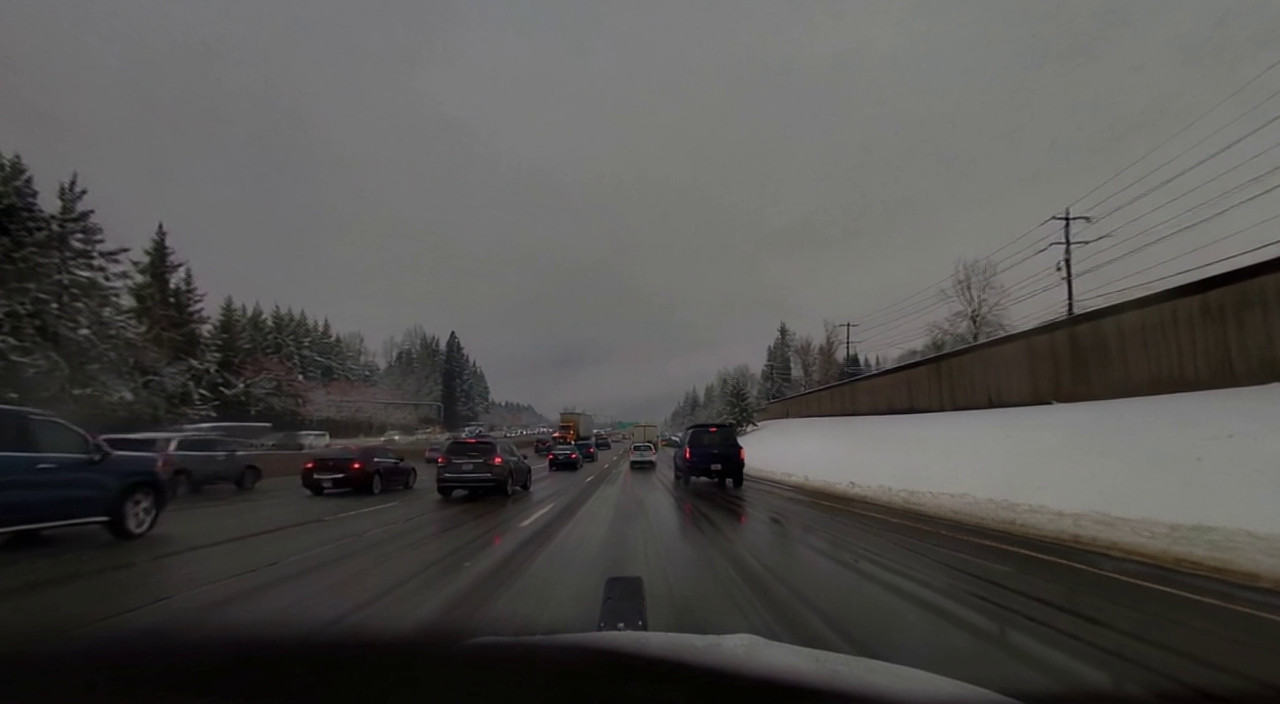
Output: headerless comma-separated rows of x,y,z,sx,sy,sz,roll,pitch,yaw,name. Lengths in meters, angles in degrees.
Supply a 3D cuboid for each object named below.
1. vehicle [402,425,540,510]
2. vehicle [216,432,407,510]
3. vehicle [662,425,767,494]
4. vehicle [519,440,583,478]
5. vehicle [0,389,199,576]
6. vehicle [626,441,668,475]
-3.800,2.692,15.151,2.026,1.719,4.490,0,-8,1,vehicle
-7.391,2.704,14.893,1.985,1.529,4.710,0,-8,0,vehicle
2.417,3.748,22.485,2.793,2.132,5.682,0,-8,-3,vehicle
-3.798,4.658,27.822,2.049,1.530,4.707,0,-8,1,vehicle
-7.407,1.337,6.558,2.222,1.825,4.640,0,-8,1,vehicle
0.337,5.544,33.258,2.092,1.671,3.889,0,-8,-1,vehicle
